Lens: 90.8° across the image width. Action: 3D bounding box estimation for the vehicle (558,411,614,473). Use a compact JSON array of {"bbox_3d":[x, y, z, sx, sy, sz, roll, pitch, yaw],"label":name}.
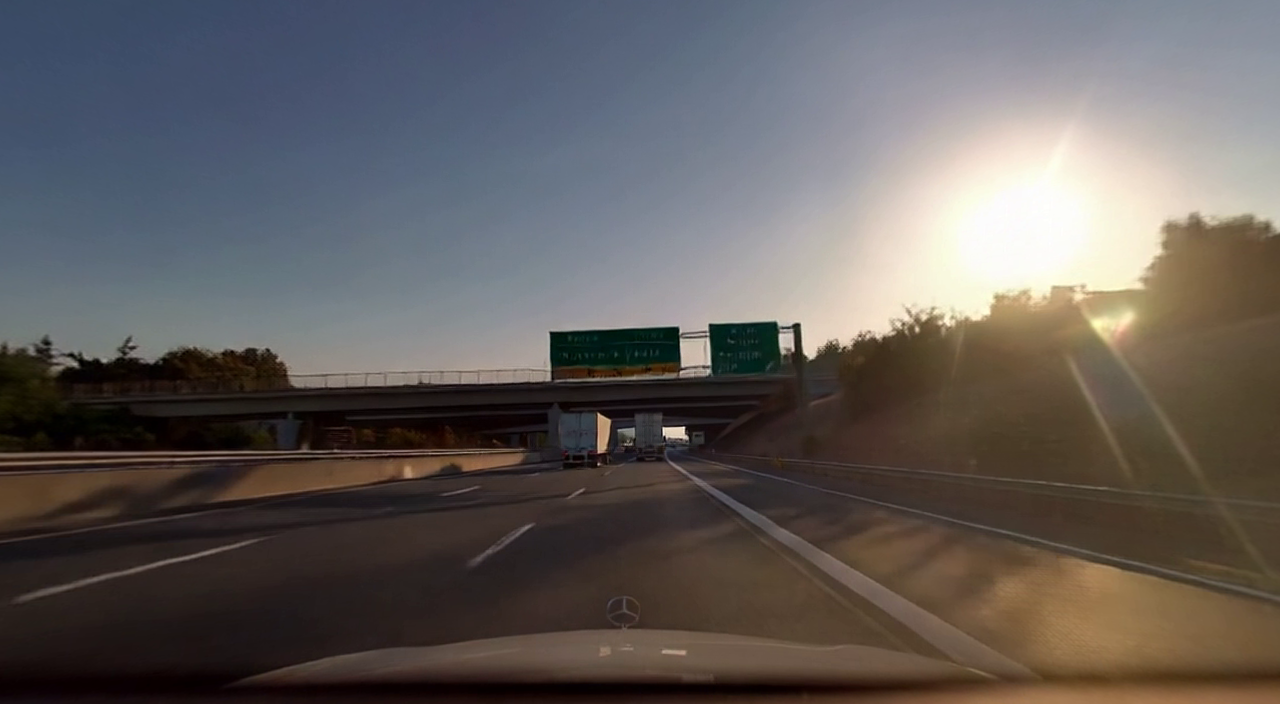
[{"bbox_3d":[-3.000,5.334,37.024,2.696,3.266,7.062,0,-9,0],"label":"vehicle"}]
